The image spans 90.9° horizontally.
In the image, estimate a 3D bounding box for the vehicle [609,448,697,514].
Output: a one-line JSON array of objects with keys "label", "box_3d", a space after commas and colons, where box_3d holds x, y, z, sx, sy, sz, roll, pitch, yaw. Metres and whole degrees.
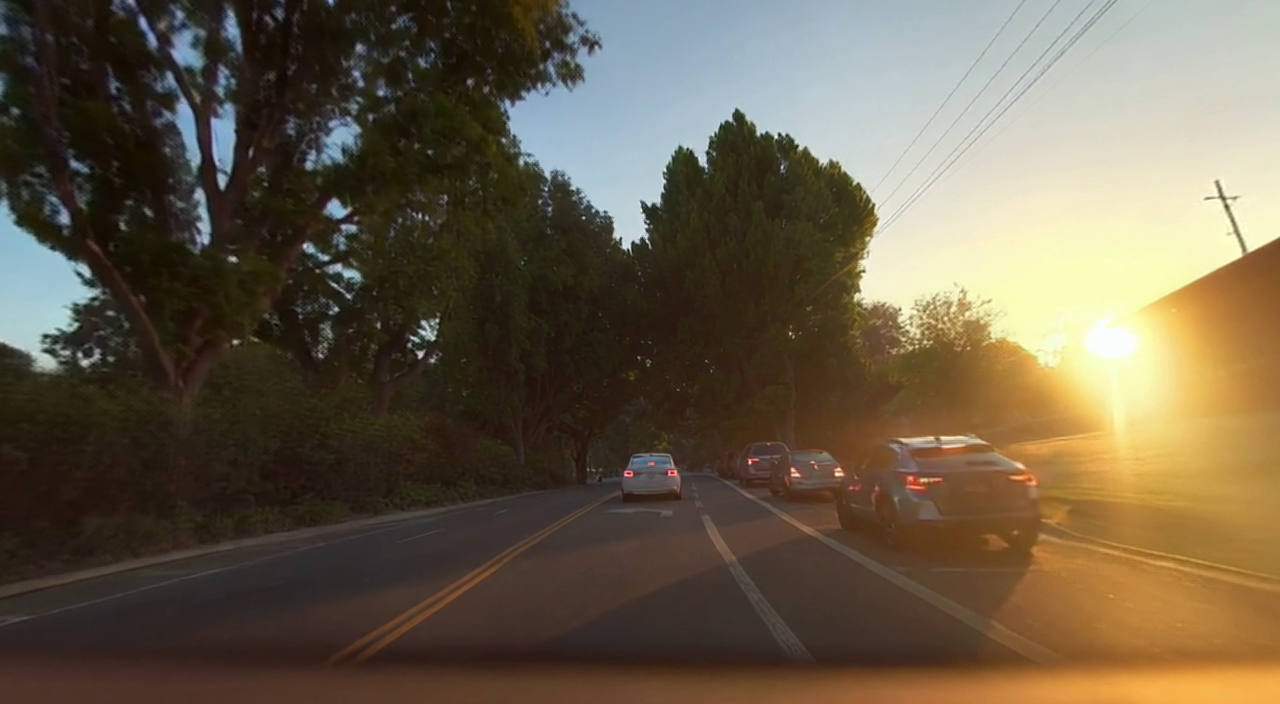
[{"label": "vehicle", "box_3d": [0.384, 3.367, 17.031, 2.078, 1.521, 4.058, 0, -8, 2]}]

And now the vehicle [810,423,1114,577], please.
[{"label": "vehicle", "box_3d": [4.086, 1.930, 9.129, 1.957, 1.629, 4.609, 0, -8, 0]}]
